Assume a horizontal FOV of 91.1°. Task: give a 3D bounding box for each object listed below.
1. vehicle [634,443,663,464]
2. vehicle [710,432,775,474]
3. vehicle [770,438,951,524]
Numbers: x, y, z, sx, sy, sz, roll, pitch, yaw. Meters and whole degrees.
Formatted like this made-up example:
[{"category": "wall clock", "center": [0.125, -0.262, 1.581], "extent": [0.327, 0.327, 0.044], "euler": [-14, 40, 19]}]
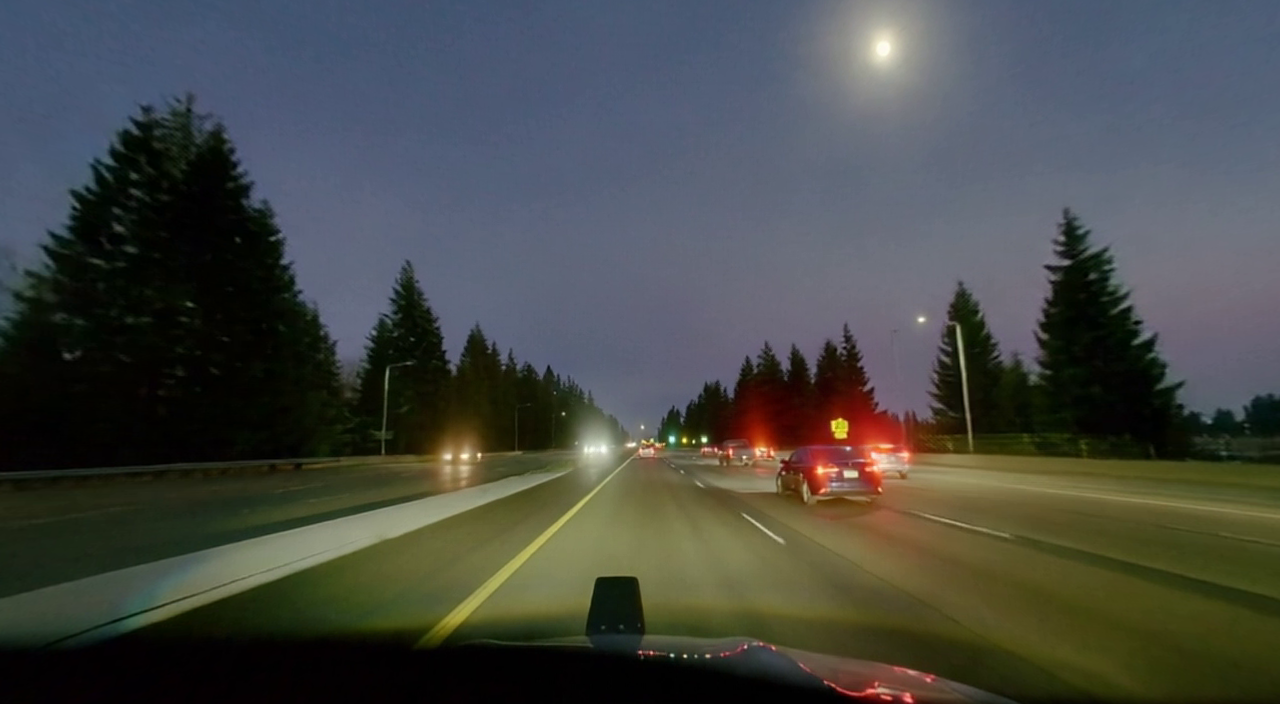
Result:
[{"category": "vehicle", "center": [0.627, 7.587, 47.063], "extent": [2.052, 1.472, 4.295], "euler": [0, -8, 0]}, {"category": "vehicle", "center": [5.010, 5.050, 31.577], "extent": [2.206, 1.902, 5.460], "euler": [0, -8, -2]}, {"category": "vehicle", "center": [4.313, 2.574, 13.264], "extent": [1.904, 1.453, 4.789], "euler": [0, -8, -3]}]
